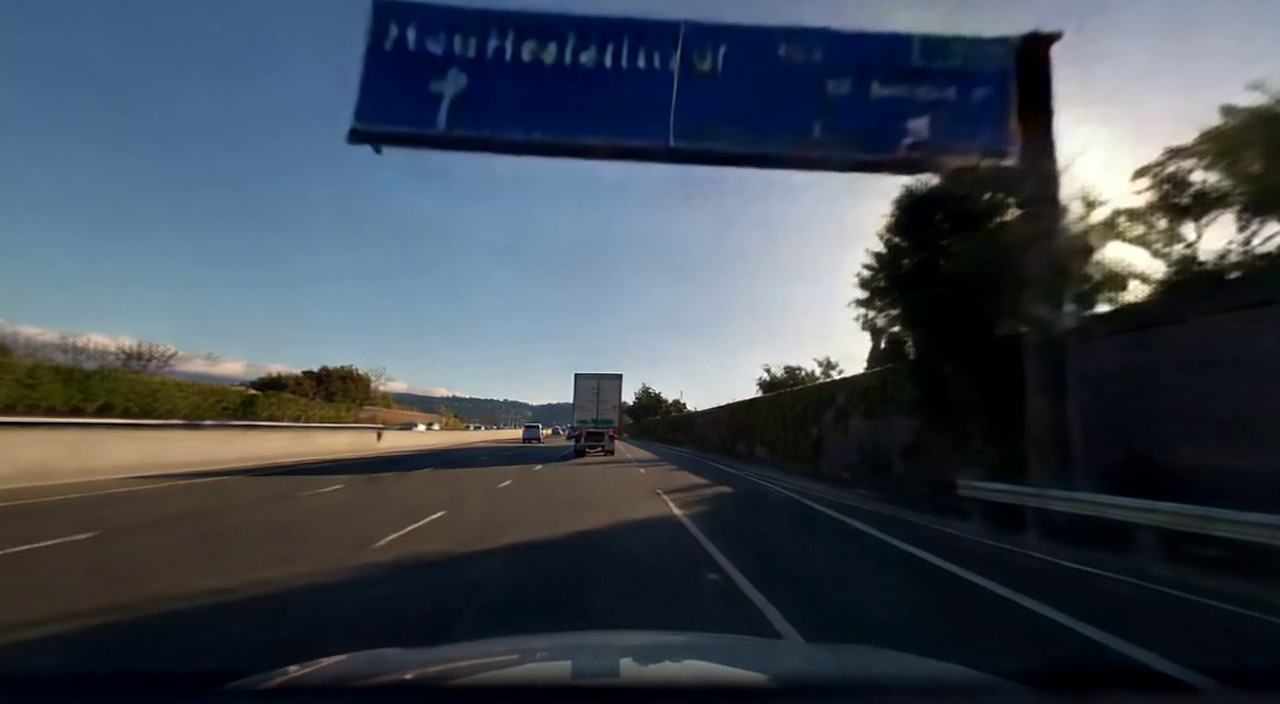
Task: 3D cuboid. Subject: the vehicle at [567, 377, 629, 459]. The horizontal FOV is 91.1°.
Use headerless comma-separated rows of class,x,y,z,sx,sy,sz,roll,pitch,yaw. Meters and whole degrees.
vehicle,-2.433,4.045,37.077,3.002,3.987,12.477,1,-8,-4
